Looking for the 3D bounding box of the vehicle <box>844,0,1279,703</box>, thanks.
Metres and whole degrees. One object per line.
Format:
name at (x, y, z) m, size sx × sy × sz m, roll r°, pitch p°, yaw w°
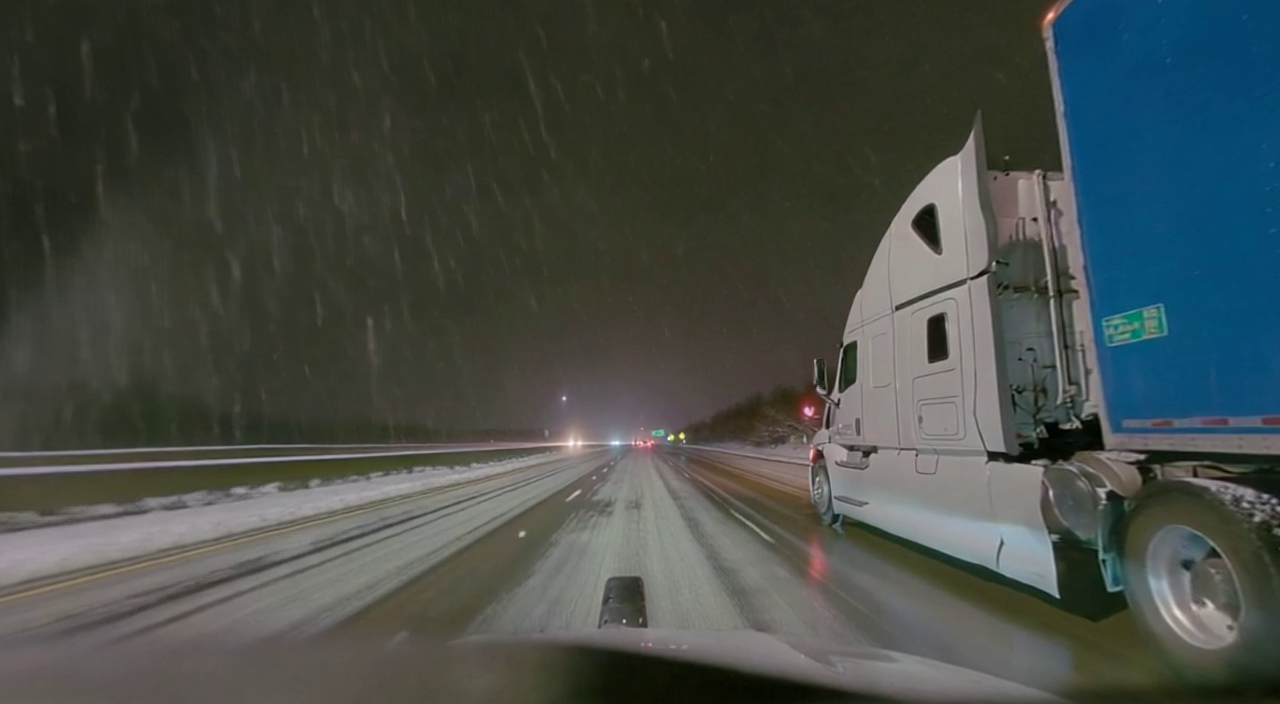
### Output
vehicle at (3.722, -0.256, 2.049) m, size 3.012 × 3.768 × 8.945 m, roll 0°, pitch -8°, yaw 0°
